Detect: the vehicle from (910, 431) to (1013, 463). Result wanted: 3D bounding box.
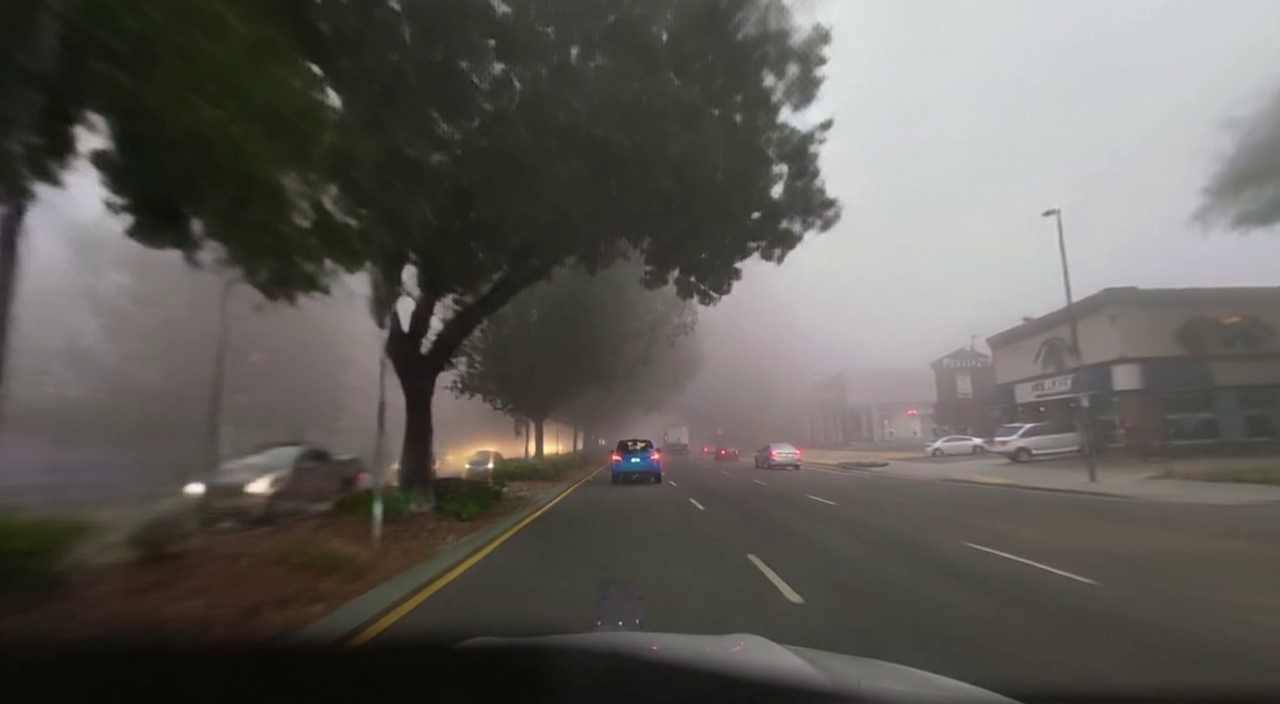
[{"bbox_3d":[19.456,5.733,38.366,4.932,1.514,2.327,-3,-7,-5],"label":"vehicle"}]

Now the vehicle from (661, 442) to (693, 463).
[{"bbox_3d":[2.798,7.650,48.310,2.078,1.471,4.142,0,-8,-1],"label":"vehicle"}]

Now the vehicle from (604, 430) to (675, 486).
[{"bbox_3d":[-0.057,3.712,22.486,2.266,1.762,4.131,0,-8,-1],"label":"vehicle"}]

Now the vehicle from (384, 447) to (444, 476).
[{"bbox_3d":[-13.504,6.551,38.043,1.958,1.604,4.279,0,-8,0],"label":"vehicle"}]

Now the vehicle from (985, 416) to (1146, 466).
[{"bbox_3d":[19.677,4.148,29.487,5.677,2.171,2.393,0,-8,4],"label":"vehicle"}]

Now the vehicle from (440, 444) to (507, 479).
[{"bbox_3d":[-7.946,5.241,30.646,1.948,1.508,4.749,0,-8,0],"label":"vehicle"}]

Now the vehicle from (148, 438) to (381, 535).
[{"bbox_3d":[-7.609,2.717,13.529,2.078,1.694,4.611,-1,-8,1],"label":"vehicle"}]

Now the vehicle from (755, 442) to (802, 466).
[{"bbox_3d":[9.124,6.761,41.991,2.045,1.484,4.342,0,-8,-2],"label":"vehicle"}]
